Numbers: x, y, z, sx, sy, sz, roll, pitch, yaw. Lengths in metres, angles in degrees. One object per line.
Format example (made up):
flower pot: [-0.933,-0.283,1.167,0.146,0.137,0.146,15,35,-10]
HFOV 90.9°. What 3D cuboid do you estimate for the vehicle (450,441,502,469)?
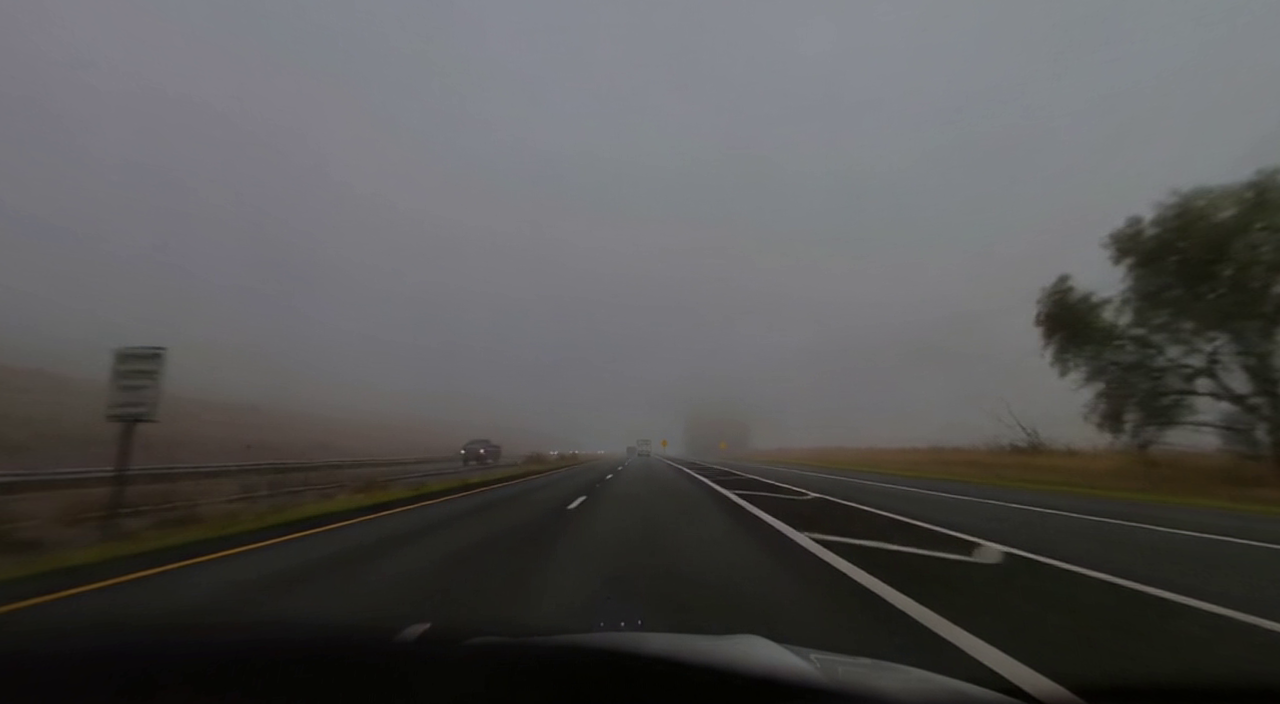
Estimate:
vehicle: [-11.866,7.480,46.047,2.197,1.891,5.624,0,-9,1]
